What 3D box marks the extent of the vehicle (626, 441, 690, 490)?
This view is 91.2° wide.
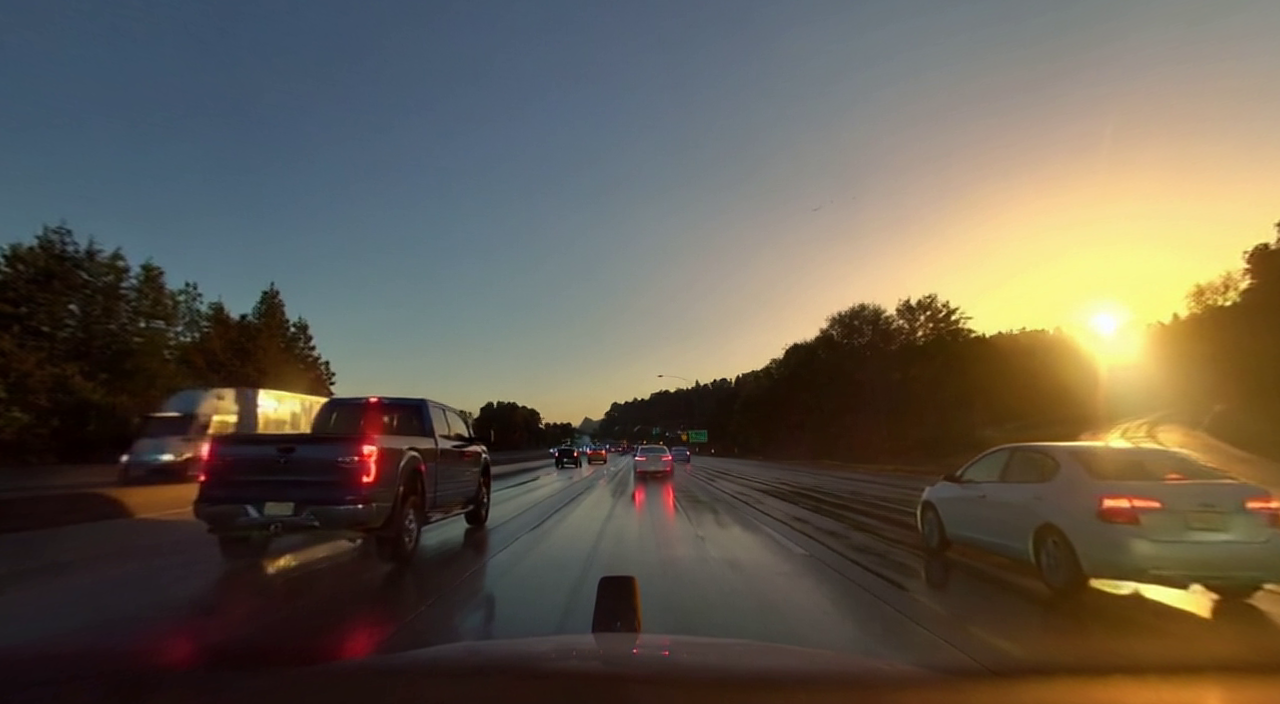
[{"bbox_3d":[0.539,3.918,21.949,2.015,1.526,4.286,0,-9,-1],"label":"vehicle"}]

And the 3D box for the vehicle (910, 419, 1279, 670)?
[{"bbox_3d":[4.428,1.467,5.864,1.961,1.491,4.035,0,-9,-1],"label":"vehicle"}]

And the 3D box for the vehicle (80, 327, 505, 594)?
[{"bbox_3d":[-3.837,1.431,8.851,2.523,2.458,6.022,0,-9,0],"label":"vehicle"}]

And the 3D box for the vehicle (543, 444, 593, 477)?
[{"bbox_3d":[-3.522,5.372,31.295,1.940,1.502,4.463,0,-9,0],"label":"vehicle"}]
